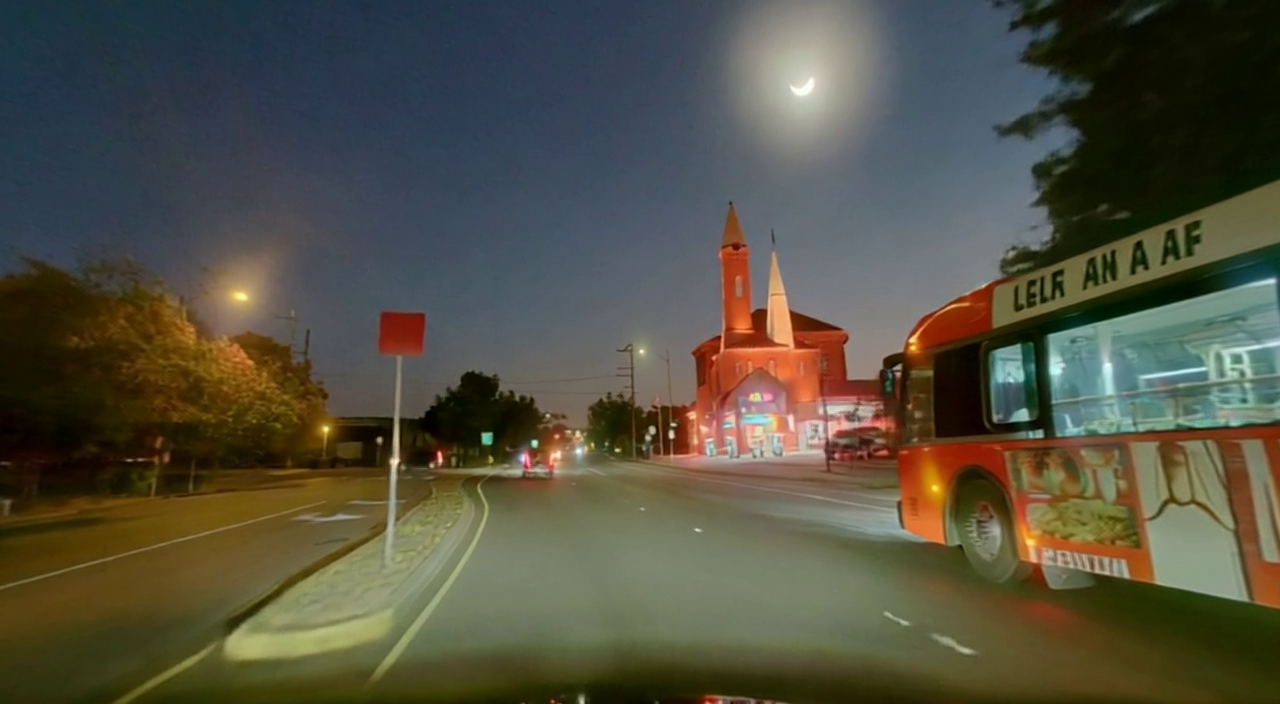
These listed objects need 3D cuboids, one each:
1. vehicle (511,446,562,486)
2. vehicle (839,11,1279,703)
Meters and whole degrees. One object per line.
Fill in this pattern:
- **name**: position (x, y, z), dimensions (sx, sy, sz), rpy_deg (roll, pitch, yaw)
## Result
- **vehicle**: position (-4.726, 5.060, 28.370), dimensions (2.032, 1.621, 4.082), rpy_deg (2, -9, -12)
- **vehicle**: position (4.712, -0.116, 2.276), dimensions (3.028, 3.353, 12.630), rpy_deg (0, -9, -4)
